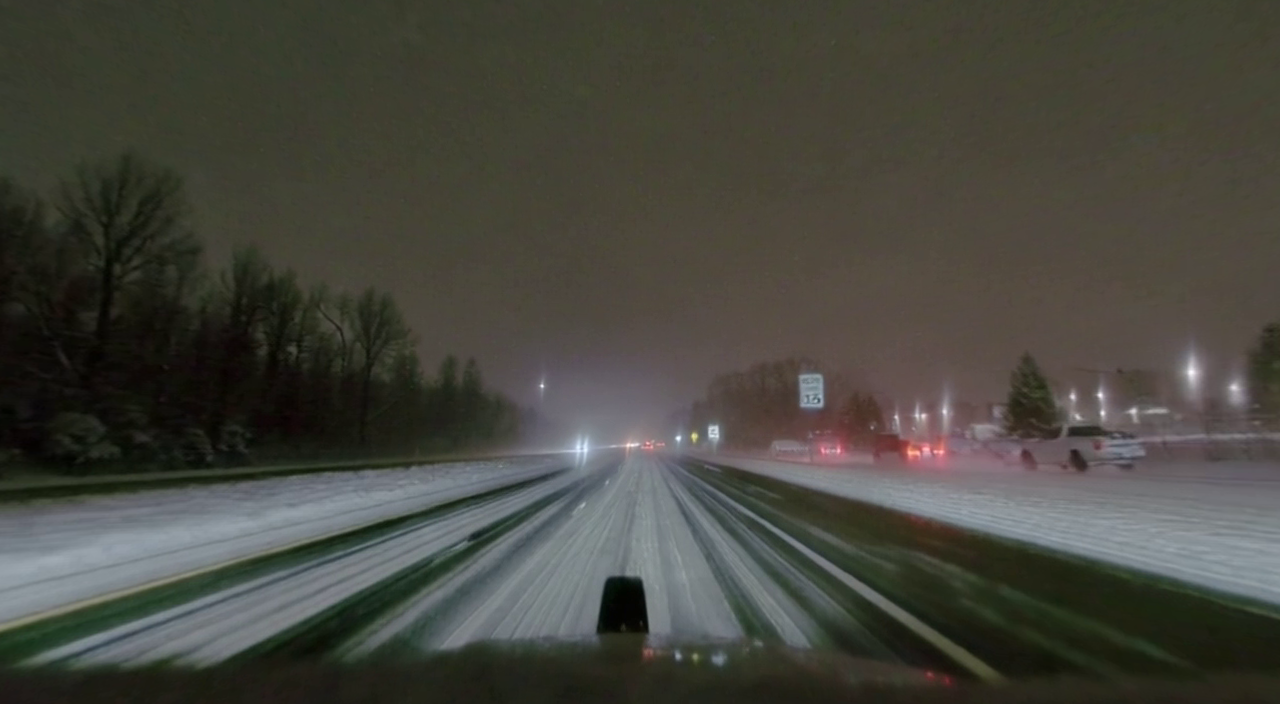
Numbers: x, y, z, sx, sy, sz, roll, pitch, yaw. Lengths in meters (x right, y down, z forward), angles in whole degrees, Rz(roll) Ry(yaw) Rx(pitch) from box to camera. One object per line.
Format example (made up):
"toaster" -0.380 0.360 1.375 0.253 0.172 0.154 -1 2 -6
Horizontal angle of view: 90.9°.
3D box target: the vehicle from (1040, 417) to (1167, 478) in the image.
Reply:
"vehicle" 28.562 5.931 39.303 3.011 3.466 6.286 0 -8 1

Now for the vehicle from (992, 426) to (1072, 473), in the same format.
"vehicle" 28.780 7.175 46.539 2.644 3.246 4.908 0 -8 1
